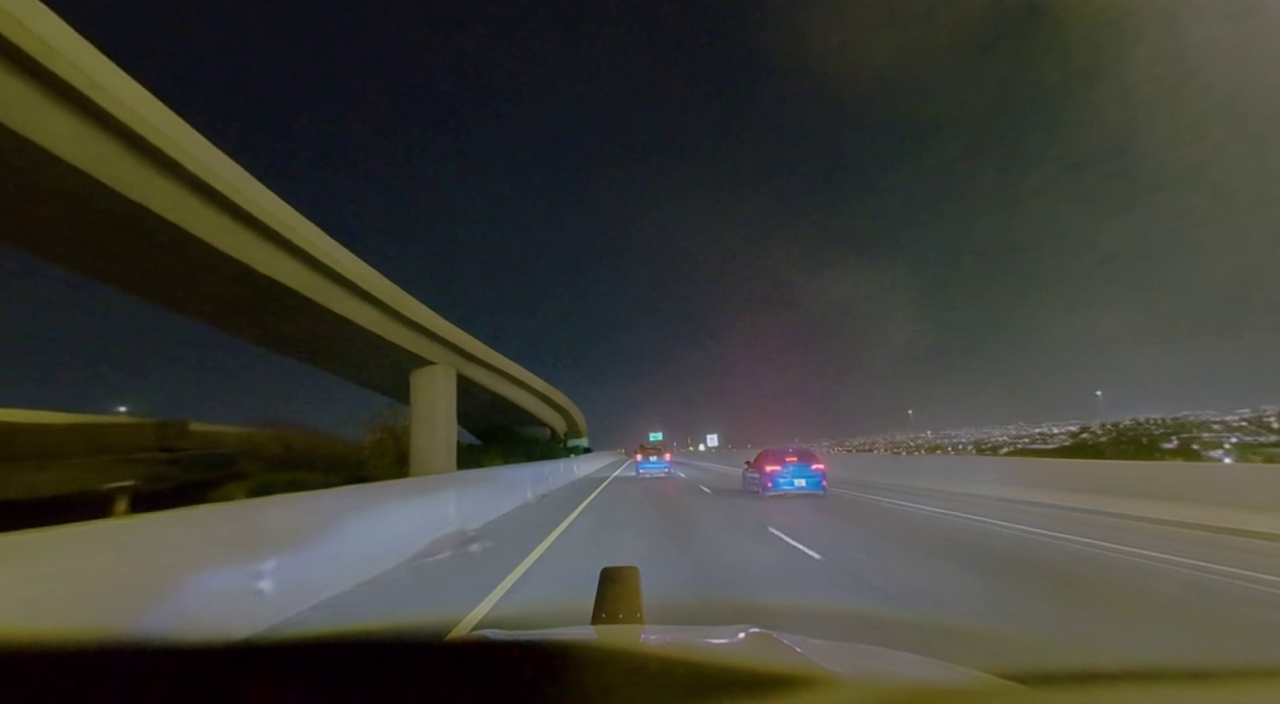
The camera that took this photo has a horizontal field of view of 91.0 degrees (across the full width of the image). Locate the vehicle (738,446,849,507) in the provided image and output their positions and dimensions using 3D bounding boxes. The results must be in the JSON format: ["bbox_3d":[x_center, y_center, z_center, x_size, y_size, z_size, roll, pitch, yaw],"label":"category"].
[{"bbox_3d":[4.189,3.449,17.934,2.047,1.500,4.017,0,-9,-2],"label":"vehicle"}]

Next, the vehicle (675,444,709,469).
[{"bbox_3d":[3.716,7.602,45.765,2.047,1.700,4.069,0,-9,-1],"label":"vehicle"}]

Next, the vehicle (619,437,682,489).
[{"bbox_3d":[0.359,4.346,24.968,2.264,1.841,4.583,0,-9,-1],"label":"vehicle"}]
